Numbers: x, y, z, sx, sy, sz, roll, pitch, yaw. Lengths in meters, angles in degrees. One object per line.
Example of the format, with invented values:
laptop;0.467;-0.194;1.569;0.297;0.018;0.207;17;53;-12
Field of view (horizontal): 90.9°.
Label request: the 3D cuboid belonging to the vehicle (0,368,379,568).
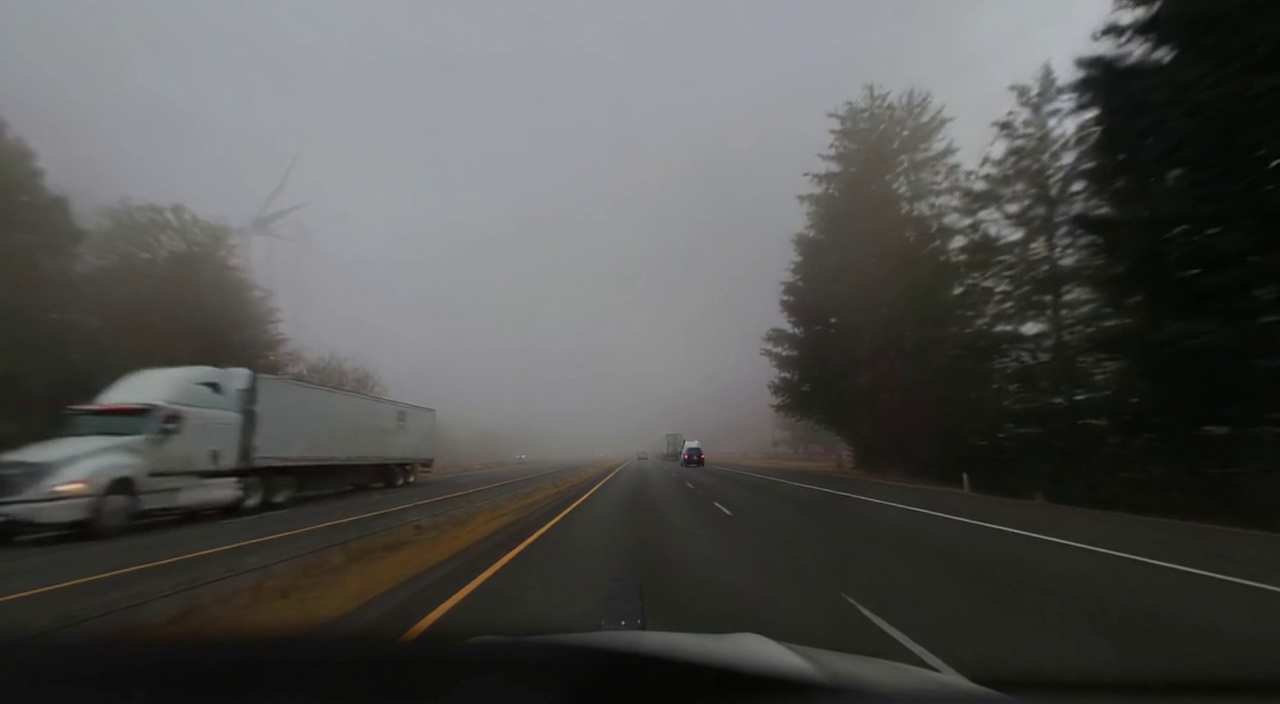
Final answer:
vehicle;-8.193;2.205;12.583;2.700;2.772;7.443;0;-9;0
